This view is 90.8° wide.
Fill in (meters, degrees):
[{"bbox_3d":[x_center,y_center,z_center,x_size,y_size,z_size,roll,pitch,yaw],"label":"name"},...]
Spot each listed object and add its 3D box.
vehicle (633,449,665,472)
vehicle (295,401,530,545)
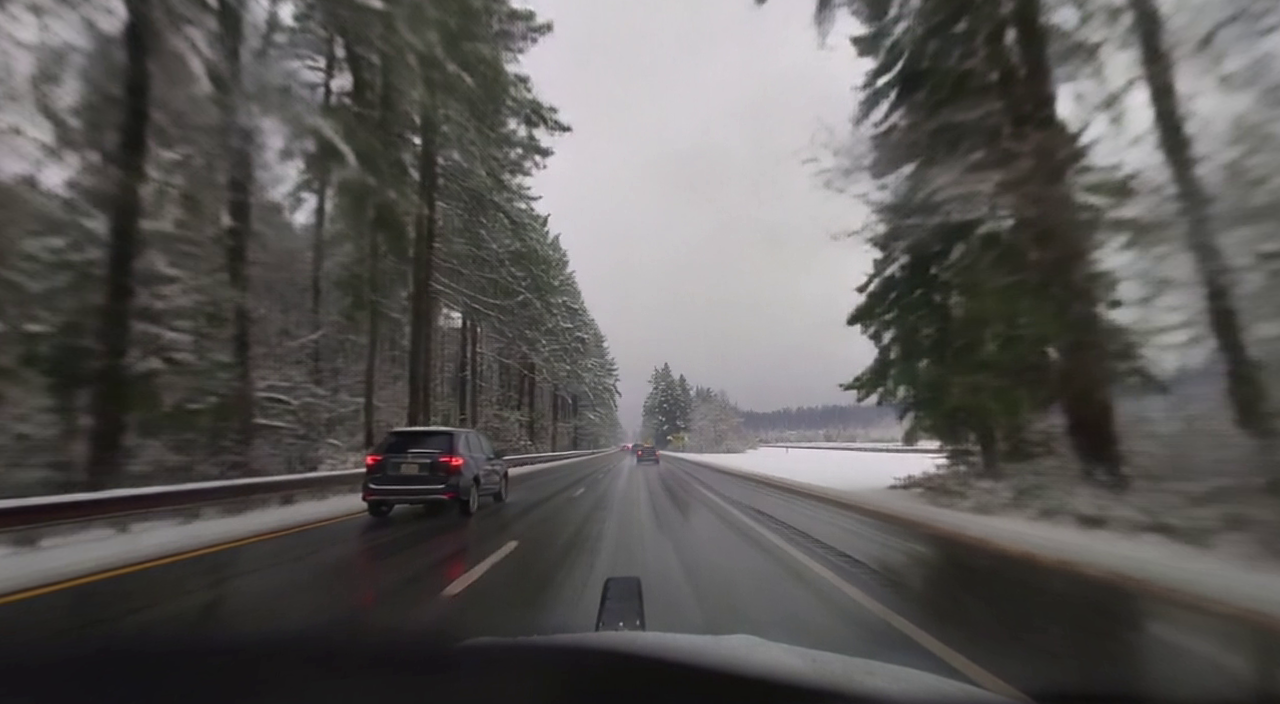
[{"bbox_3d":[0.573,7.358,43.123,2.046,1.452,4.407,0,-9,-1],"label":"vehicle"},{"bbox_3d":[-3.690,2.103,11.571,2.418,2.049,4.930,0,-9,0],"label":"vehicle"}]
